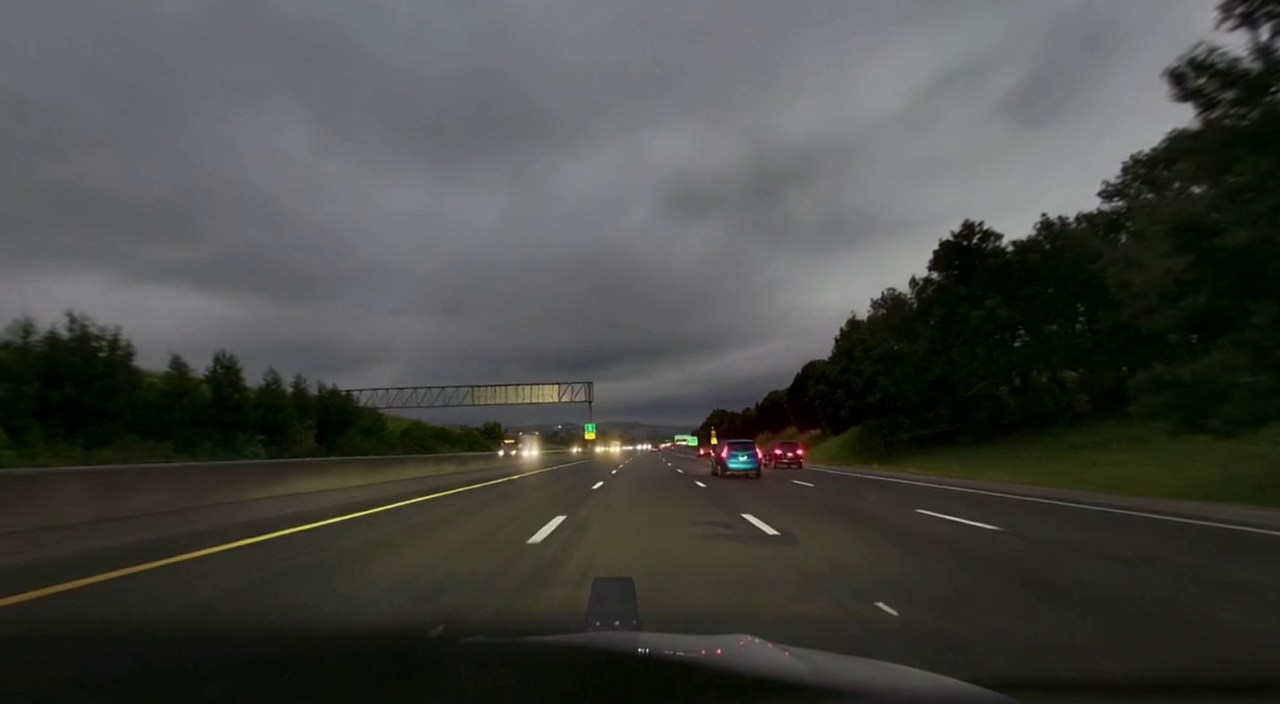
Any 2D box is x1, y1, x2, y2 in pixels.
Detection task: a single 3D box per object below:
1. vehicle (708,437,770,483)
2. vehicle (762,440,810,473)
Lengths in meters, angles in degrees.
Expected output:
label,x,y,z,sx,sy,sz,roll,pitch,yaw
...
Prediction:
label,x,y,z,sx,sy,sz,roll,pitch,yaw
vehicle,4.038,4.484,26.232,1.784,1.733,4.141,0,-9,-2
vehicle,8.642,6.222,37.483,1.898,1.798,3.805,0,-9,-1
